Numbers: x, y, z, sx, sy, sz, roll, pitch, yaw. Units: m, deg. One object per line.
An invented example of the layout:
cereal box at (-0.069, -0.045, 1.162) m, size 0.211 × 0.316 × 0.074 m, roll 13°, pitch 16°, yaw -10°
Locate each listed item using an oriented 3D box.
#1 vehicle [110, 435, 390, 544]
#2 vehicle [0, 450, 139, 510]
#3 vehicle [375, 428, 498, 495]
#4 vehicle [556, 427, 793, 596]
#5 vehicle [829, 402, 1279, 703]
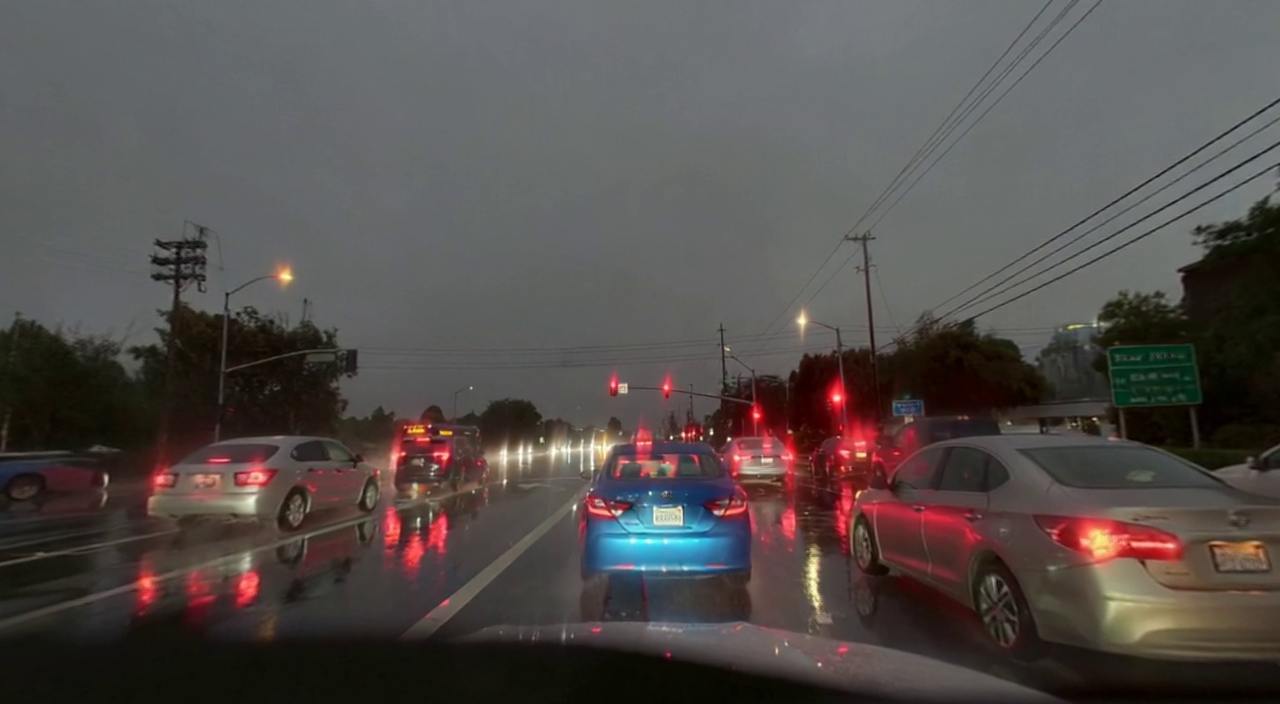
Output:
vehicle at (-6.420, 2.269, 11.227) m, size 1.955 × 1.497 × 4.639 m, roll -1°, pitch -8°, yaw 1°
vehicle at (-17.635, 3.704, 18.698) m, size 1.823 × 1.493 × 4.437 m, roll -1°, pitch -8°, yaw 2°
vehicle at (-6.278, 3.434, 20.255) m, size 2.070 × 1.824 × 5.196 m, roll -1°, pitch -8°, yaw 2°
vehicle at (0.308, 1.720, 7.683) m, size 2.109 × 1.483 × 3.964 m, roll 0°, pitch -8°, yaw 0°
vehicle at (3.134, 1.311, 5.207) m, size 1.870 × 1.523 × 4.096 m, roll 0°, pitch -8°, yaw 0°
